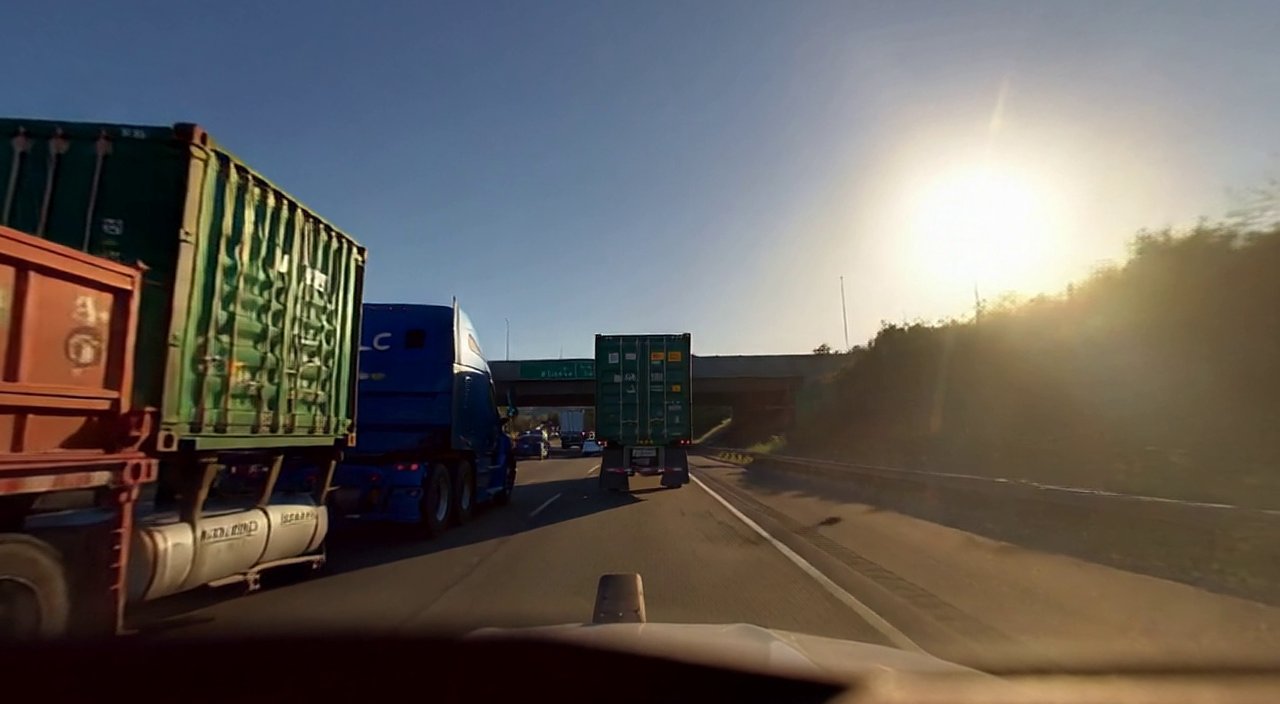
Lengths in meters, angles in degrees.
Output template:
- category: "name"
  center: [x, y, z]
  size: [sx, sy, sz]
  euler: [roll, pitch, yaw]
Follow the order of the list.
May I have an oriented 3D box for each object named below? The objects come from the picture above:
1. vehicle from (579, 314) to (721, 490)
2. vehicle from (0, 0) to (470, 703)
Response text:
- category: "vehicle"
  center: [0.185, 1.710, 18.938]
  size: [3.357, 4.212, 7.519]
  euler: [0, -9, -1]
- category: "vehicle"
  center: [-3.667, -0.527, 1.198]
  size: [2.873, 4.198, 13.317]
  euler: [0, -9, 1]
